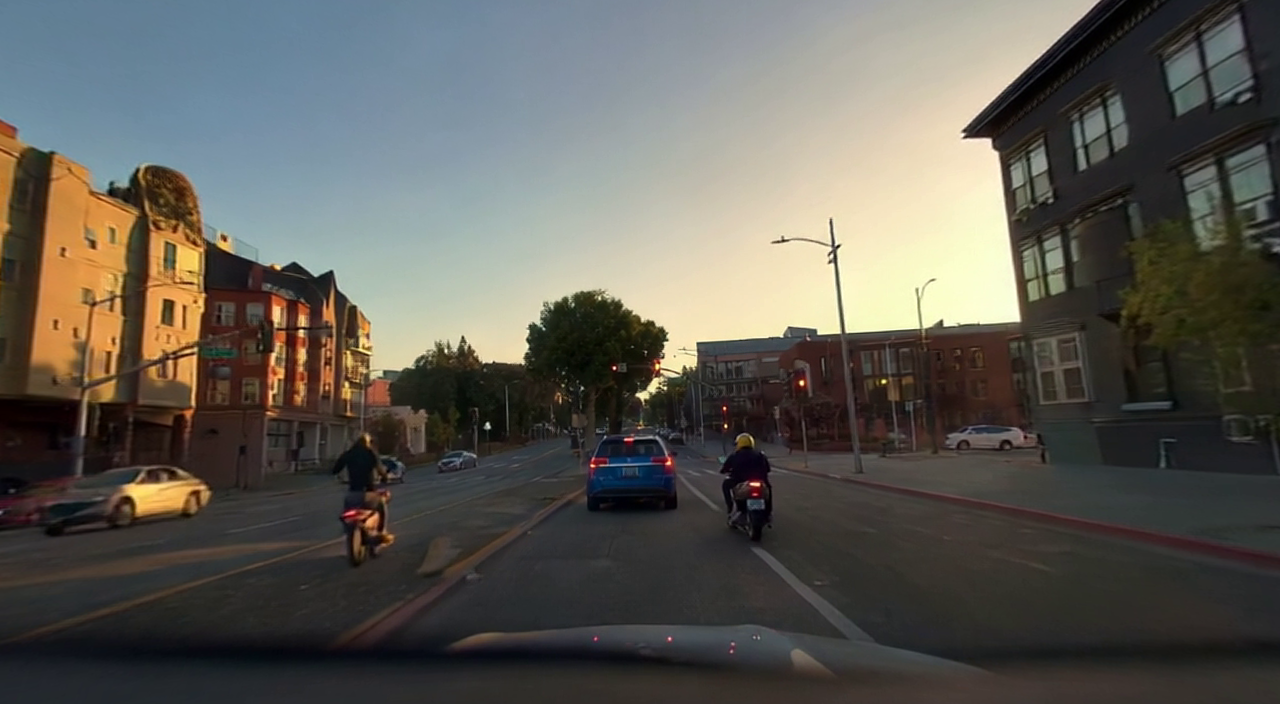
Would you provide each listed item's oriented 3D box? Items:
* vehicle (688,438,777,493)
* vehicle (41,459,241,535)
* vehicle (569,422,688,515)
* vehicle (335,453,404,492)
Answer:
[{"bbox_3d":[2.719,3.468,19.606,2.101,1.507,4.355,0,-9,0],"label":"vehicle"},{"bbox_3d":[-13.706,3.953,17.805,1.926,1.732,4.635,0,-9,-2],"label":"vehicle"},{"bbox_3d":[-0.201,2.531,14.138,2.265,1.748,4.130,0,-9,0],"label":"vehicle"},{"bbox_3d":[-13.747,6.124,32.364,1.871,1.786,4.386,0,-9,-4],"label":"vehicle"}]
